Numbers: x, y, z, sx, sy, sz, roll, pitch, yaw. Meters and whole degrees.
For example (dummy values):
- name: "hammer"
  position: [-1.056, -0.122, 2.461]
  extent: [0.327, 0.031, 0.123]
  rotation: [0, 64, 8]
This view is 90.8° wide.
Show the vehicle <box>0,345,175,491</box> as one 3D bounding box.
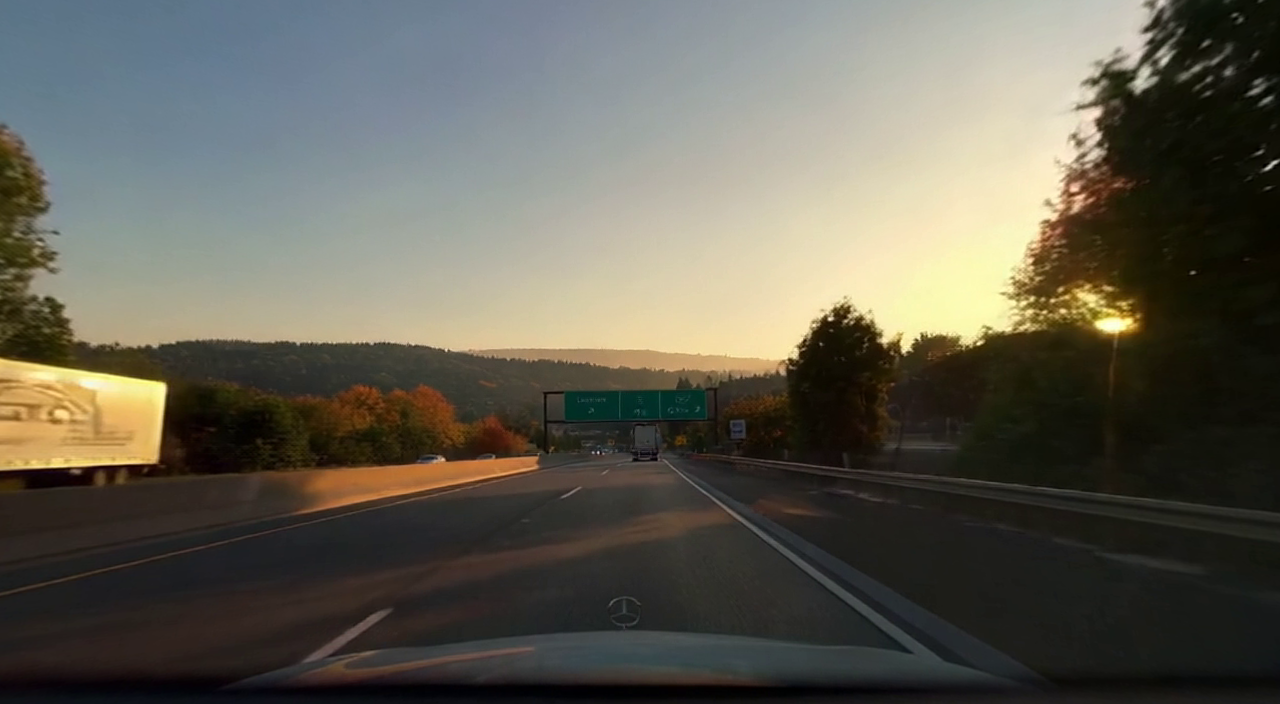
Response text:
- name: "vehicle"
  position: [-18.018, 1.852, 17.319]
  extent: [3.010, 3.718, 9.772]
  rotation: [0, -8, 0]
